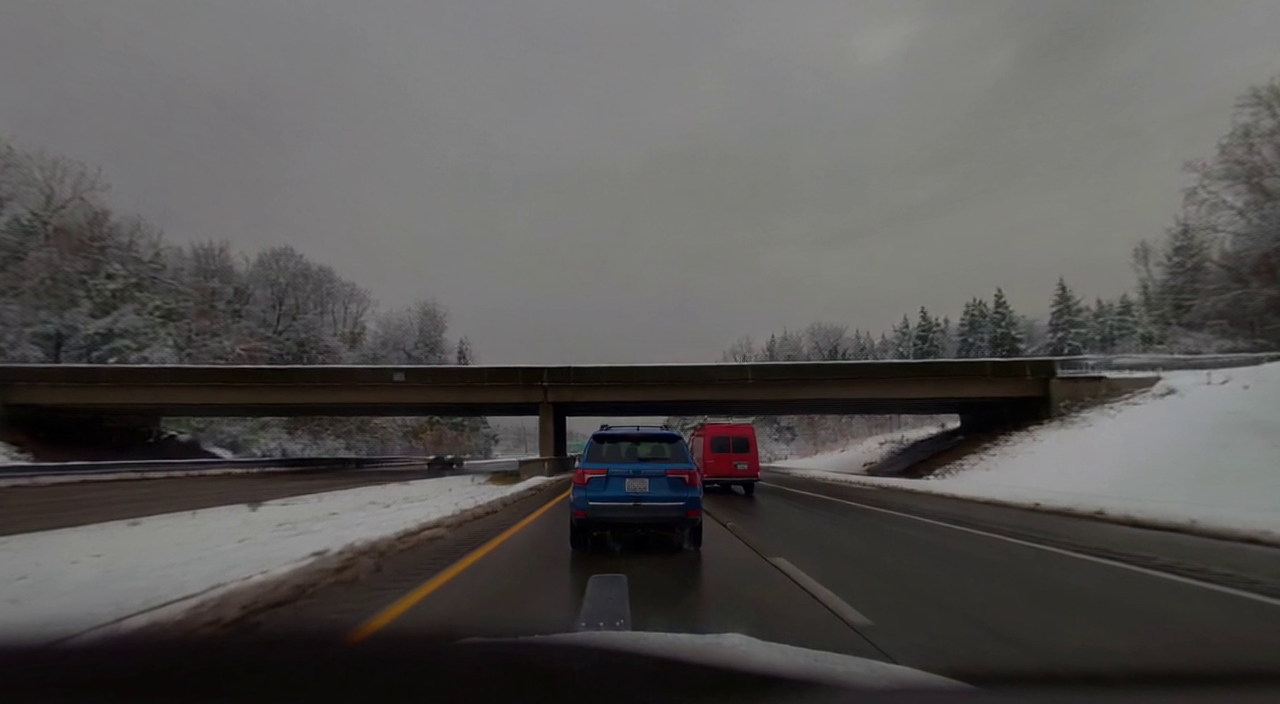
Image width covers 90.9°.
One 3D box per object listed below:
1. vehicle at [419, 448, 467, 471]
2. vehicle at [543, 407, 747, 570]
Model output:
[{"bbox_3d":[-13.668,7.473,43.935,1.836,1.465,4.514,0,-9,0],"label":"vehicle"},{"bbox_3d":[0.065,1.854,9.206,2.288,1.823,4.059,0,-9,0],"label":"vehicle"}]
